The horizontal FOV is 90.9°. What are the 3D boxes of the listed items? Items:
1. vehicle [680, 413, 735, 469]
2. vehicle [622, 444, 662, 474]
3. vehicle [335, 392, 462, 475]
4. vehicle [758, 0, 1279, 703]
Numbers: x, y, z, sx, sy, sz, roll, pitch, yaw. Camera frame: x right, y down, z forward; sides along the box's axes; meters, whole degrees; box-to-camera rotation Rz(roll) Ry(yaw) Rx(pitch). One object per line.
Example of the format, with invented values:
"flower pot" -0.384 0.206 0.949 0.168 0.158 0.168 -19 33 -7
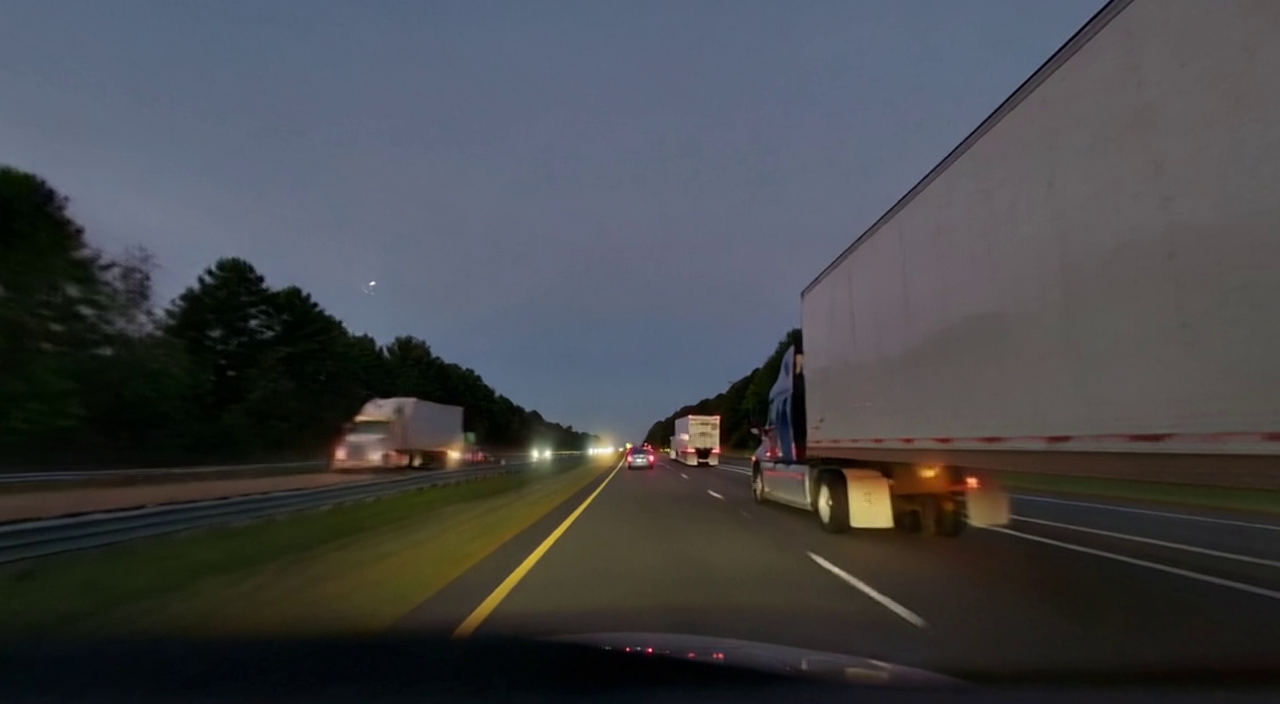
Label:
"vehicle" 4.184 5.707 40.248 2.684 3.263 5.865 0 -9 -2
"vehicle" 0.078 5.754 34.066 2.051 1.513 4.511 0 -9 -1
"vehicle" -13.116 4.733 35.609 2.934 4.014 10.387 0 -9 0
"vehicle" 3.771 -0.074 4.177 2.883 4.057 14.579 0 -9 -1
